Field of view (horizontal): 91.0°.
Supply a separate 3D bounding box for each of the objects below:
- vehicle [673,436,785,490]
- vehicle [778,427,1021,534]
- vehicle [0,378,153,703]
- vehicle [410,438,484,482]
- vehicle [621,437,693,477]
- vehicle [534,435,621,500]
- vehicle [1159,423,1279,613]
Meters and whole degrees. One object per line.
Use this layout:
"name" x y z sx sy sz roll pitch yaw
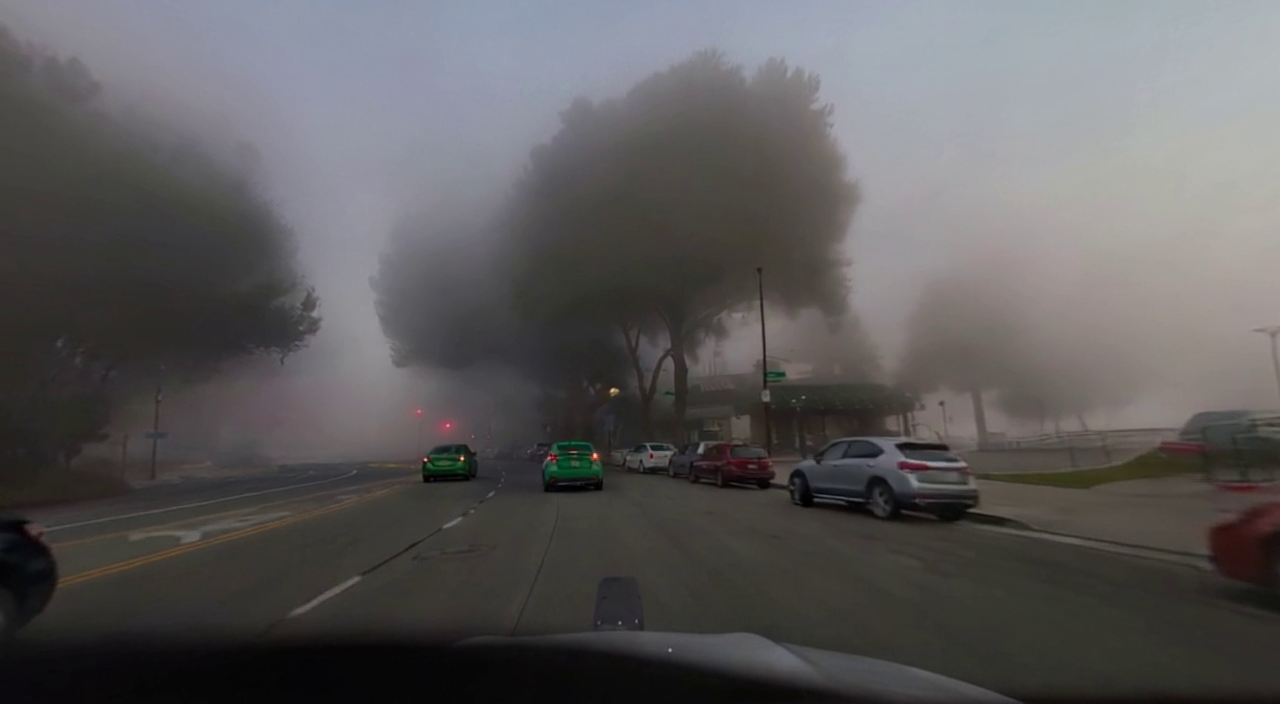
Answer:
"vehicle" 2.603 3.418 19.809 1.867 1.489 4.694 2 -9 -13
"vehicle" 4.352 2.209 11.473 1.905 1.537 4.276 2 -9 -13
"vehicle" -4.272 0.803 1.895 2.065 1.714 4.570 0 -8 -3
"vehicle" -7.217 4.066 24.051 2.105 1.477 4.857 1 -9 -10
"vehicle" 0.620 4.473 27.120 1.911 1.534 4.599 2 -9 -14
"vehicle" -1.754 3.019 16.959 2.001 1.483 4.442 1 -8 -8
"vehicle" 6.283 1.081 3.523 2.038 1.446 4.896 2 -9 -12
